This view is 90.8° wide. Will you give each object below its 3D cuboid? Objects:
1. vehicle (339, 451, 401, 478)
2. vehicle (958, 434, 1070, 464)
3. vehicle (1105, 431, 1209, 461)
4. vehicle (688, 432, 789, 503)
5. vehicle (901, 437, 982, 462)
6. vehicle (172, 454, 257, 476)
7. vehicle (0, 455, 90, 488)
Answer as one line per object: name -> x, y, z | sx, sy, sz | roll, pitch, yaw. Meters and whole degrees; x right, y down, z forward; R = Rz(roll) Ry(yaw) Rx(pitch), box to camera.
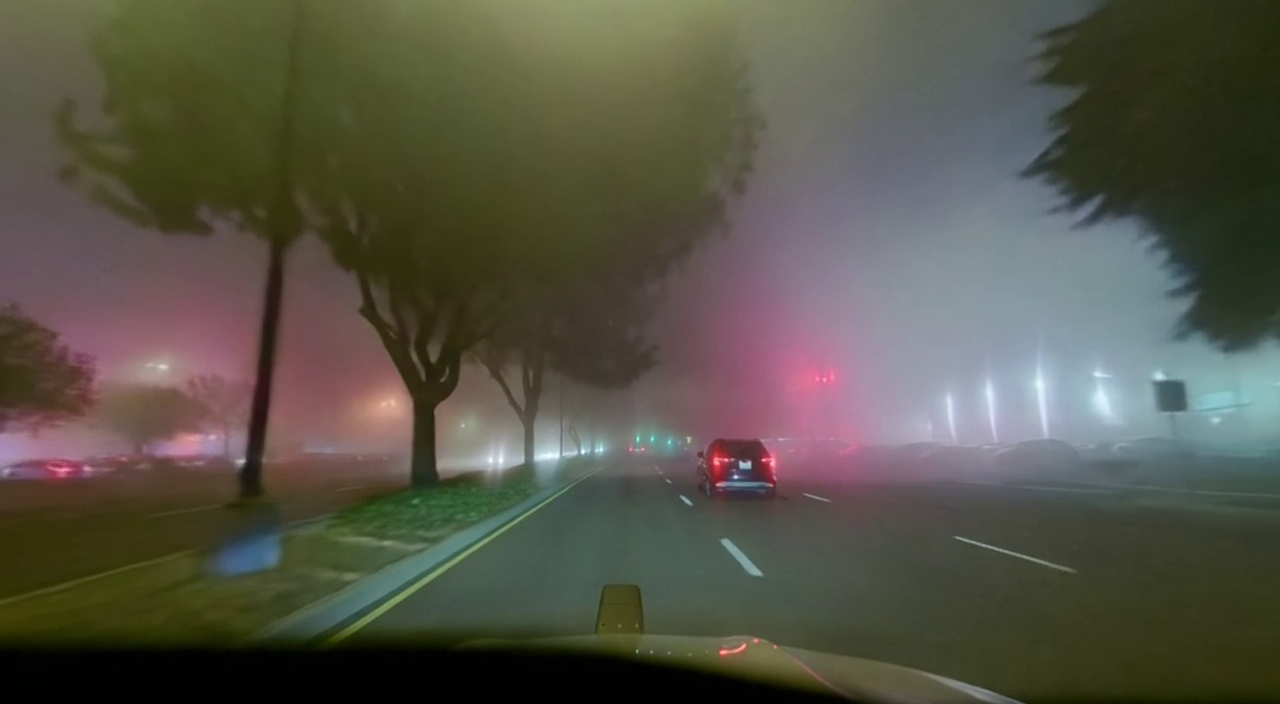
vehicle -> -16.528, 6.891, 38.917 | 1.927, 1.492, 4.347 | 0, -9, 0
vehicle -> 19.578, 5.120, 33.211 | 4.584, 1.503, 1.942 | 0, -9, 1
vehicle -> 32.585, 5.949, 39.904 | 4.671, 1.618, 1.998 | -2, -9, 1
vehicle -> 2.529, 3.082, 17.279 | 1.963, 1.677, 4.229 | 0, -9, -1
vehicle -> 19.597, 6.373, 41.166 | 4.227, 1.567, 2.034 | 0, -9, 1
vehicle -> -29.406, 7.798, 43.765 | 4.340, 1.422, 1.976 | 1, -9, -5
vehicle -> -29.943, 5.762, 30.587 | 4.671, 1.472, 2.076 | 0, -9, 2
